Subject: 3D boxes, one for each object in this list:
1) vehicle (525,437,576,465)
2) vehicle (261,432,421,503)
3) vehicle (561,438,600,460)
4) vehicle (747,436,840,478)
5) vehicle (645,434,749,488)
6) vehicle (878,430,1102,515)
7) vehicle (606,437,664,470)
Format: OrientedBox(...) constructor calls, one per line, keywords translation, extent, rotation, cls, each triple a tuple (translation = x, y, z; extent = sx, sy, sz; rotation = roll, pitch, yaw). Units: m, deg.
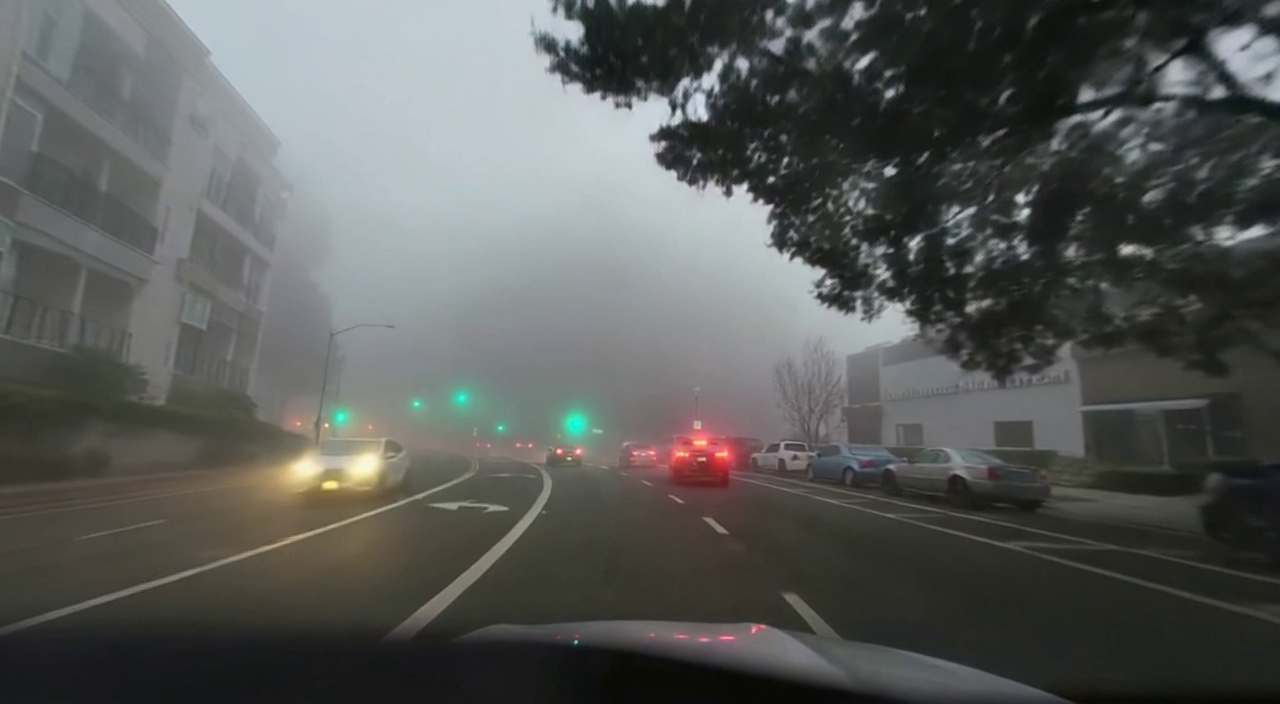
OrientedBox(translation=(-5.414, 5.881, 37.608), extent=(2.308, 1.535, 4.811), rotation=(2, -9, -16), cls="vehicle")
OrientedBox(translation=(-7.239, 2.822, 15.885), extent=(2.325, 1.509, 4.340), rotation=(1, -9, -7), cls="vehicle")
OrientedBox(translation=(-4.318, 6.953, 45.150), extent=(1.957, 1.463, 4.701), rotation=(2, -9, -15), cls="vehicle")
OrientedBox(translation=(5.803, 4.031, 24.408), extent=(1.820, 1.450, 4.408), rotation=(2, -9, -10), cls="vehicle")
OrientedBox(translation=(1.619, 3.363, 19.744), extent=(2.280, 1.472, 4.426), rotation=(1, -9, -8), cls="vehicle")
OrientedBox(translation=(7.143, 2.497, 13.590), extent=(1.890, 1.488, 4.567), rotation=(1, -8, -5), cls="vehicle")
OrientedBox(translation=(-0.325, 4.981, 31.193), extent=(1.984, 1.476, 4.488), rotation=(2, -9, -12), cls="vehicle")
